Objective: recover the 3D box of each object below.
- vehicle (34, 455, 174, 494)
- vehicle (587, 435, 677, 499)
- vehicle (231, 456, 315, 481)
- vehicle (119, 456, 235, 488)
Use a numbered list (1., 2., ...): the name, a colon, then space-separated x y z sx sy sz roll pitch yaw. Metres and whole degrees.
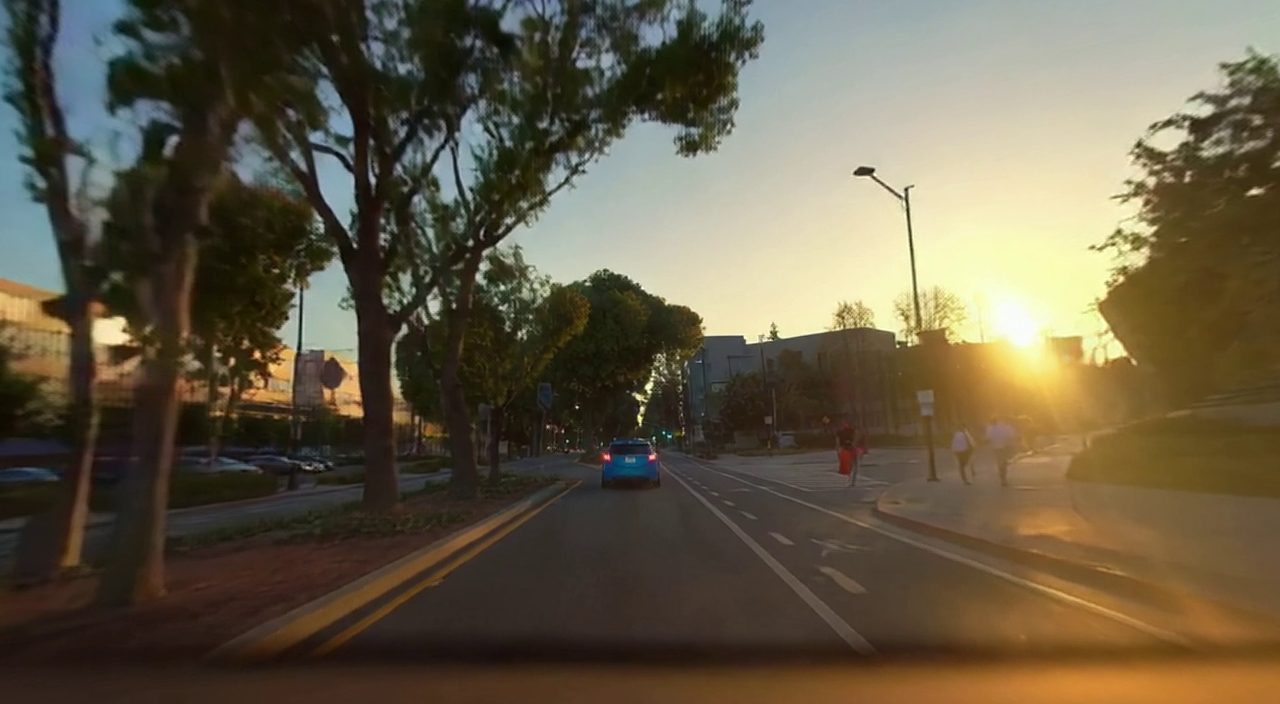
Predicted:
1. vehicle: -22.837 5.215 27.063 4.038 1.531 2.015 0 -9 -2
2. vehicle: -0.209 3.164 17.875 2.221 1.570 4.398 0 -8 -1
3. vehicle: -23.018 7.308 39.747 4.086 1.478 1.844 0 -8 -4
4. vehicle: -23.281 6.027 31.895 4.204 1.522 1.998 0 -8 -3
